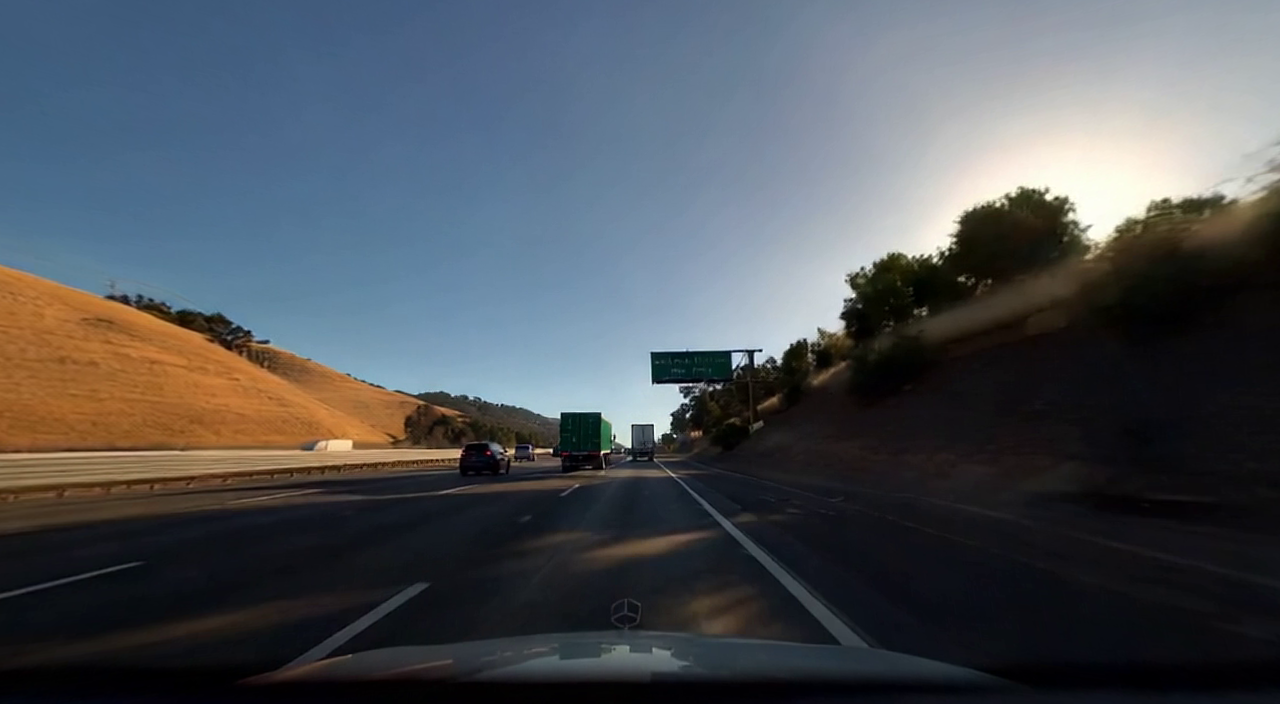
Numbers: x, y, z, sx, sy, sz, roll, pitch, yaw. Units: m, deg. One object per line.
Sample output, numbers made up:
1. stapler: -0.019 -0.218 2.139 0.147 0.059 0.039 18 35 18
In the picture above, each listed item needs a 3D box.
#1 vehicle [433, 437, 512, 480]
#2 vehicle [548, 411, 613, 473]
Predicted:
1. vehicle: -7.363 4.749 28.256 2.125 1.725 4.715 0 -9 1
2. vehicle: -3.420 5.622 39.125 2.789 3.271 10.894 0 -9 1
